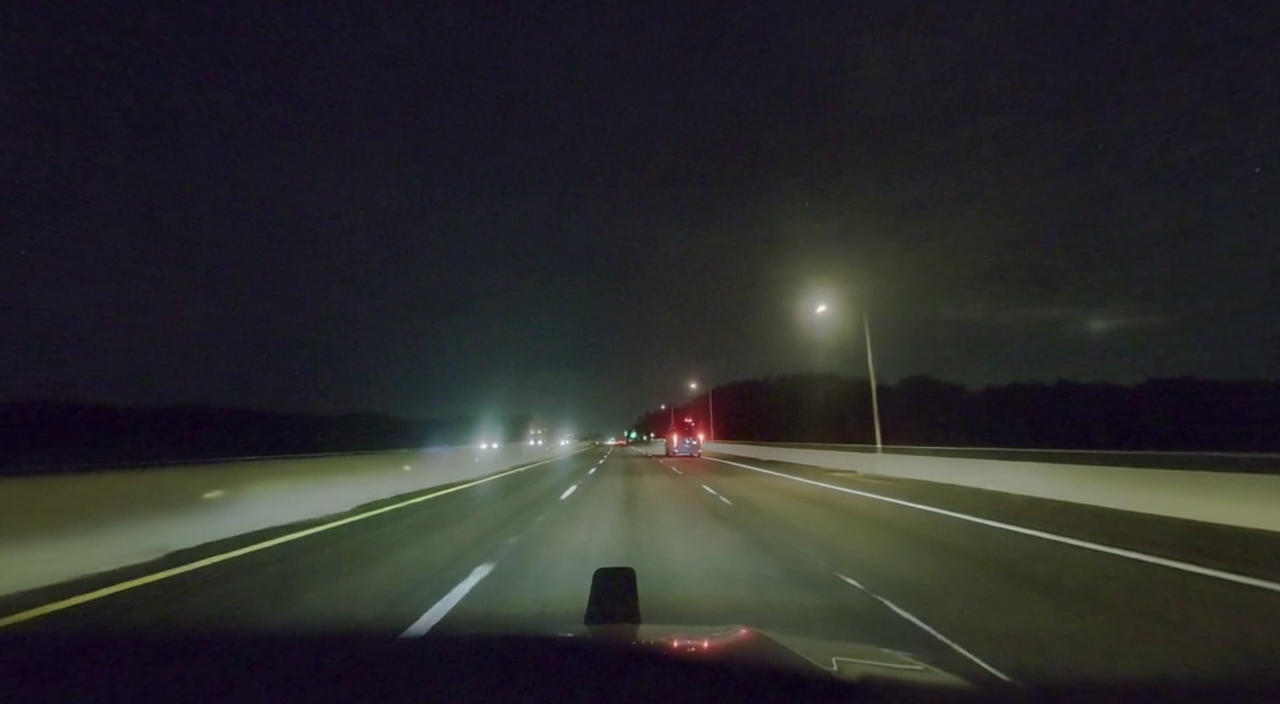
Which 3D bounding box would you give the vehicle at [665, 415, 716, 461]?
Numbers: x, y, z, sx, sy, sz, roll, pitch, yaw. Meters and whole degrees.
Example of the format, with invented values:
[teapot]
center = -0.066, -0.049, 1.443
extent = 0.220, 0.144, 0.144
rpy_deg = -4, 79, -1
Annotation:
[vehicle]
center = 3.141, 5.611, 40.928
extent = 2.431, 2.667, 6.921
rpy_deg = 0, -8, -2
